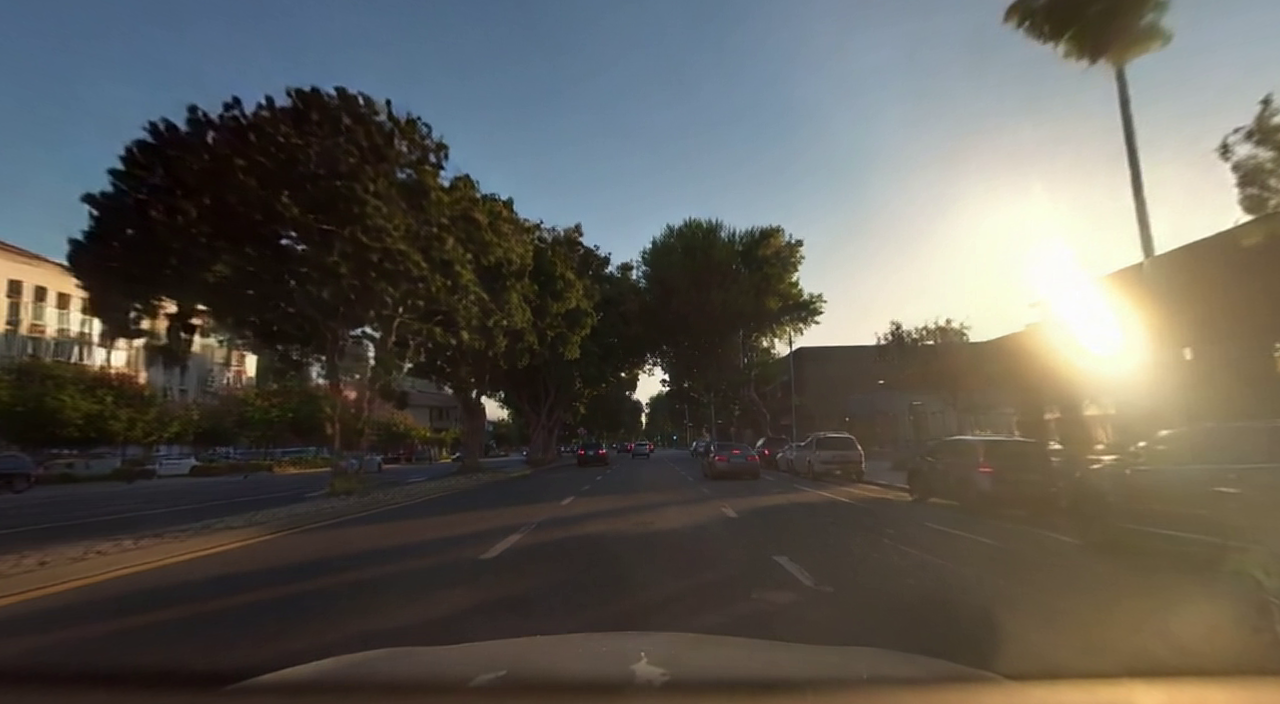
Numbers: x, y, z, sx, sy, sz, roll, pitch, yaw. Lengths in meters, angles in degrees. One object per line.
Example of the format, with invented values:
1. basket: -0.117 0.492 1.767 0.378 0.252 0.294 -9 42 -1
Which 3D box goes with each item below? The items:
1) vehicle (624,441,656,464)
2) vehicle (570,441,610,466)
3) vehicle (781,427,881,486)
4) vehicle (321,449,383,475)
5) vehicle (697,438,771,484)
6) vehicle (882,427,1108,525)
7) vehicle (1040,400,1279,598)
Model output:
1. vehicle: 0.038 6.895 43.217 2.101 1.480 3.929 -1 -8 2
2. vehicle: -3.085 6.406 39.800 2.082 1.467 4.379 0 -8 1
3. vehicle: 6.838 3.810 23.265 2.215 1.909 4.875 0 -8 1
4. vehicle: -18.693 7.142 41.157 1.864 1.458 4.598 -4 -8 1
5. vehicle: 3.285 3.924 22.942 1.990 1.486 4.431 0 -8 0
6. vehicle: 6.849 2.421 12.853 2.072 1.631 4.246 0 -8 -1
7. vehicle: 6.763 1.451 6.563 2.023 1.758 4.795 0 -8 0
